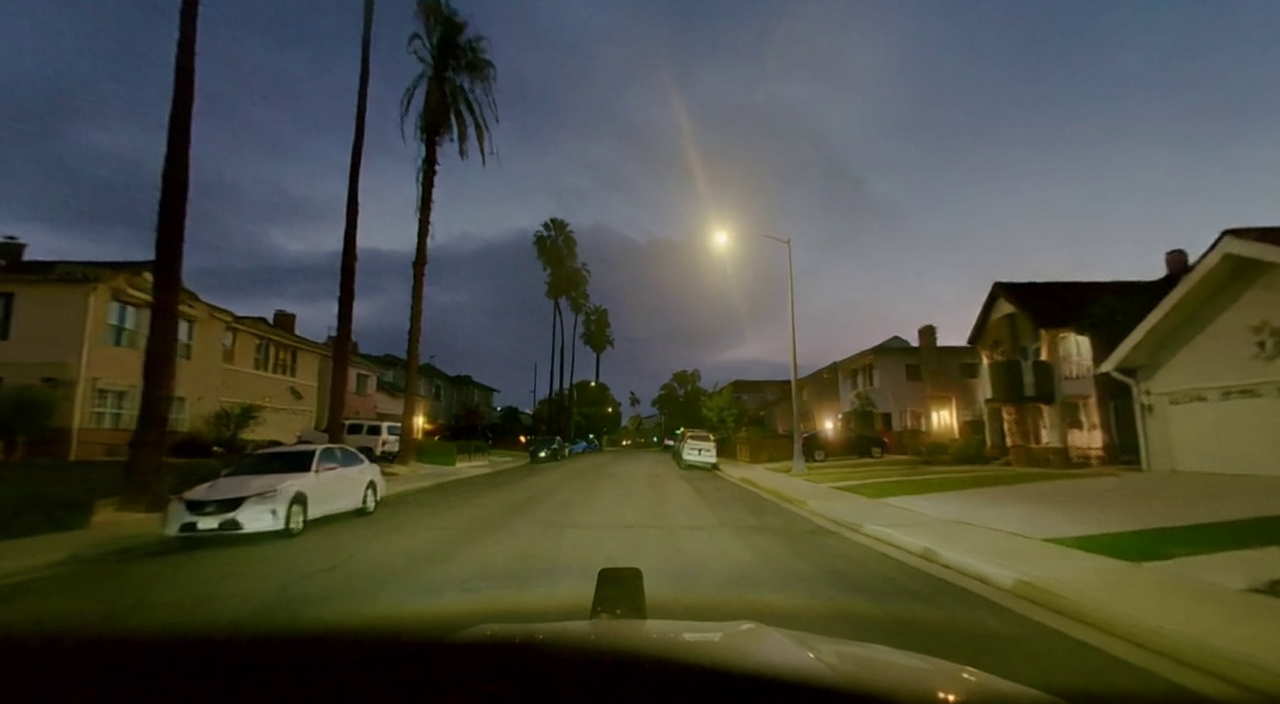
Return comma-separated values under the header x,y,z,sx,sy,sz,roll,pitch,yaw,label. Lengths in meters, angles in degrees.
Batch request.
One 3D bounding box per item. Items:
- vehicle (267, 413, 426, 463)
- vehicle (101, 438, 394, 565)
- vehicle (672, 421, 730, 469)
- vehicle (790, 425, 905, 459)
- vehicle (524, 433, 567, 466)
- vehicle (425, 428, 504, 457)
x,y,z,sx,sy,sz,roll,pitch,yaw,label
-11.936,3.555,26.054,5.340,1.948,2.398,0,-8,0,vehicle
-5.730,2.149,10.103,1.949,1.511,4.466,0,-7,-2,vehicle
2.777,4.437,30.207,2.184,2.038,6.212,0,-8,1,vehicle
9.465,4.152,29.086,4.643,1.520,1.826,0,-8,1,vehicle
-5.739,5.950,39.001,2.147,1.823,4.725,0,-7,-2,vehicle
-12.336,6.422,44.684,4.991,1.947,2.329,0,-8,-3,vehicle
